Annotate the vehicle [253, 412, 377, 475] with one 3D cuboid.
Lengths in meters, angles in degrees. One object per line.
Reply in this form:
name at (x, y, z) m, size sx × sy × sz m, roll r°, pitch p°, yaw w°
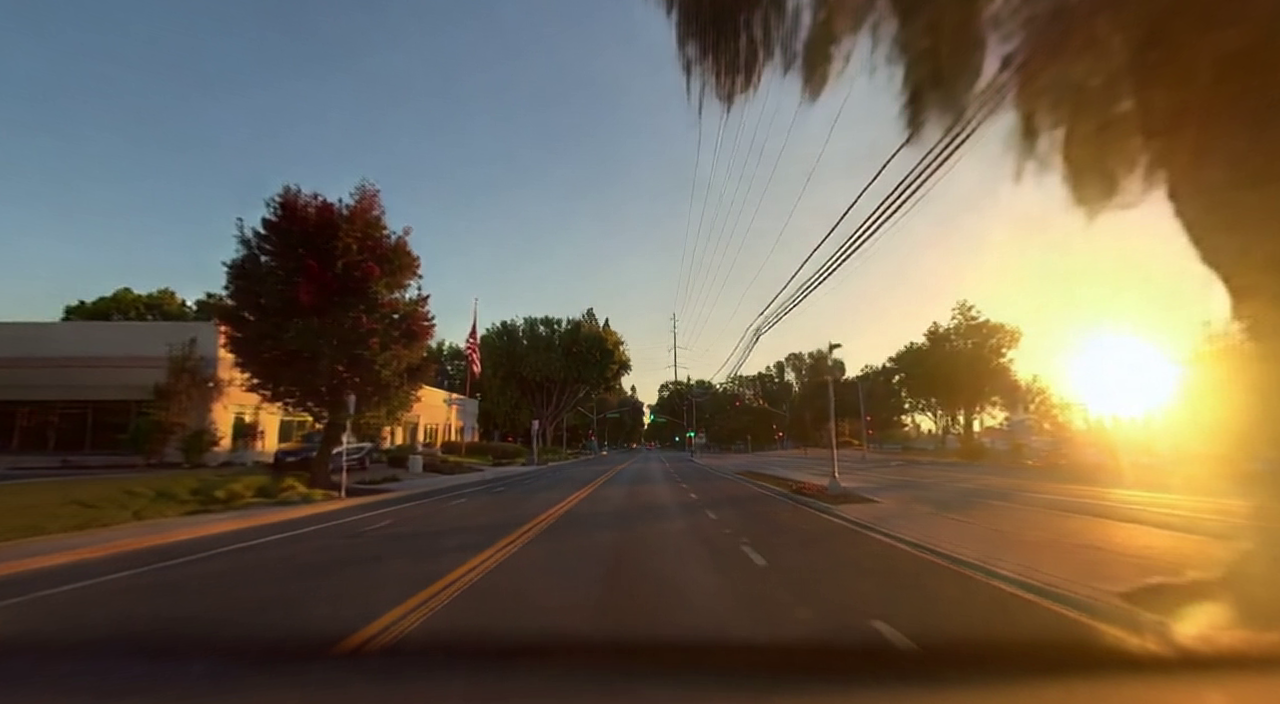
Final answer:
vehicle at (-13.064, 3.749, 25.896) m, size 2.476 × 2.256 × 5.686 m, roll 0°, pitch -8°, yaw -5°
